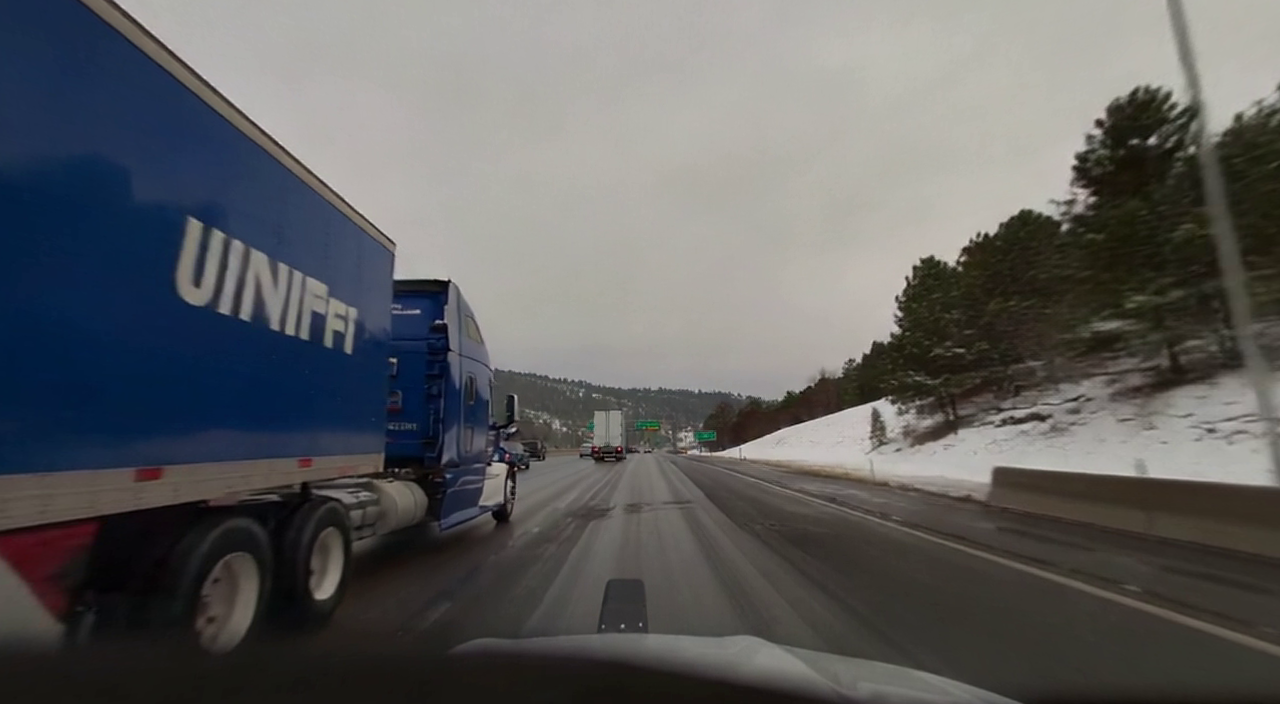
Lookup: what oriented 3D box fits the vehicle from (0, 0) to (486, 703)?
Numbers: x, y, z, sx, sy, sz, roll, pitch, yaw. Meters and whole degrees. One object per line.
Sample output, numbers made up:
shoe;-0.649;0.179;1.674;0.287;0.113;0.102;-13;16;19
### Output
vehicle;-3.451;-0.369;1.021;2.963;4.128;13.357;0;-8;0
